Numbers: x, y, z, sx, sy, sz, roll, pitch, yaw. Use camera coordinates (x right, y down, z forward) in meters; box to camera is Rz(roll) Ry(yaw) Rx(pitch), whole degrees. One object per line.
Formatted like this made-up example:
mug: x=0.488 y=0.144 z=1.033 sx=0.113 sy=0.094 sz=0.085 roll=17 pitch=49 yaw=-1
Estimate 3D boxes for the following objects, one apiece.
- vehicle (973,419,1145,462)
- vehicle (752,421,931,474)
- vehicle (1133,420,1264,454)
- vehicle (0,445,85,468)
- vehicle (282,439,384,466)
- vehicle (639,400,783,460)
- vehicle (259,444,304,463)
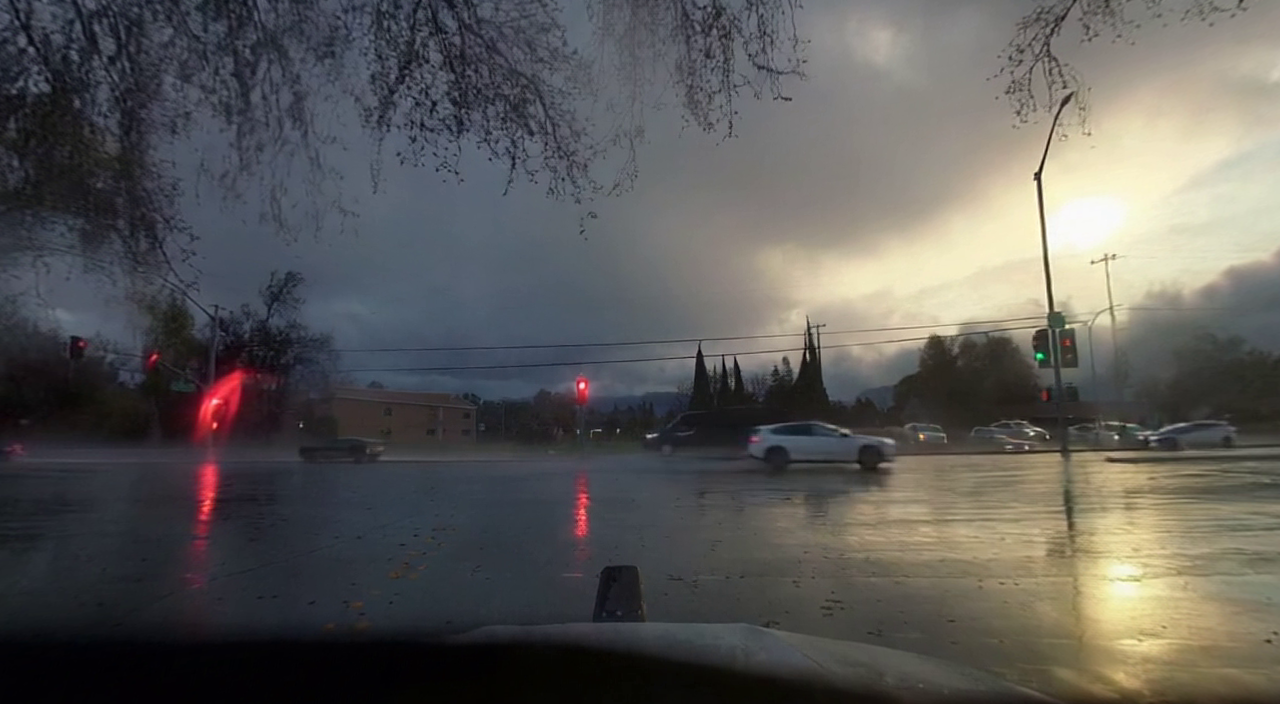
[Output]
vehicle: x=15.028 y=3.214 z=22.947 sx=4.749 sy=1.461 sz=1.892 roll=-1 pitch=-9 yaw=9
vehicle: x=5.850 y=2.870 z=18.957 sx=4.836 sy=1.445 sz=2.057 roll=-2 pitch=-9 yaw=11
vehicle: x=27.609 y=4.239 z=31.375 sx=4.370 sy=1.592 sz=1.886 roll=-2 pitch=-9 yaw=10
vehicle: x=-41.295 y=7.184 z=43.695 sx=4.488 sy=1.536 sz=1.849 roll=-2 pitch=-9 yaw=10
vehicle: x=-17.206 y=5.658 z=35.494 sx=4.860 sy=1.441 sz=1.934 roll=-2 pitch=-9 yaw=11
vehicle: x=4.029 y=4.467 z=35.857 sx=7.790 sy=3.197 sz=2.653 roll=-2 pitch=-9 yaw=10
vehicle: x=-28.054 y=7.919 z=49.545 sx=2.235 sy=1.417 sz=4.272 roll=3 pitch=-9 yaw=-19
